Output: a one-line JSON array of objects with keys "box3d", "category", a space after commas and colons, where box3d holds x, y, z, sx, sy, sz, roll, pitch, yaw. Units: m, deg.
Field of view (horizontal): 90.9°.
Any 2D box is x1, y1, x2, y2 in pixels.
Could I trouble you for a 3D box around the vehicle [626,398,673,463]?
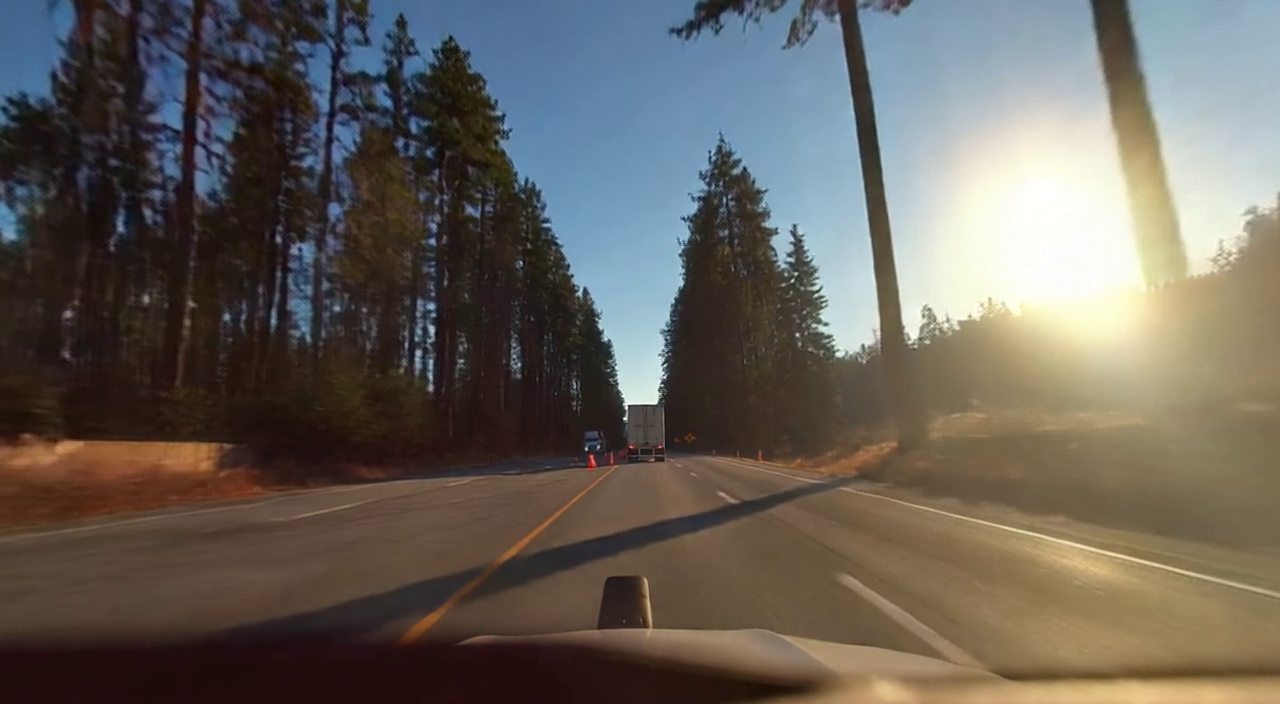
[{"box3d": [0.501, 5.803, 45.740, 2.935, 4.068, 11.036, 0, -8, -1], "category": "vehicle"}]
